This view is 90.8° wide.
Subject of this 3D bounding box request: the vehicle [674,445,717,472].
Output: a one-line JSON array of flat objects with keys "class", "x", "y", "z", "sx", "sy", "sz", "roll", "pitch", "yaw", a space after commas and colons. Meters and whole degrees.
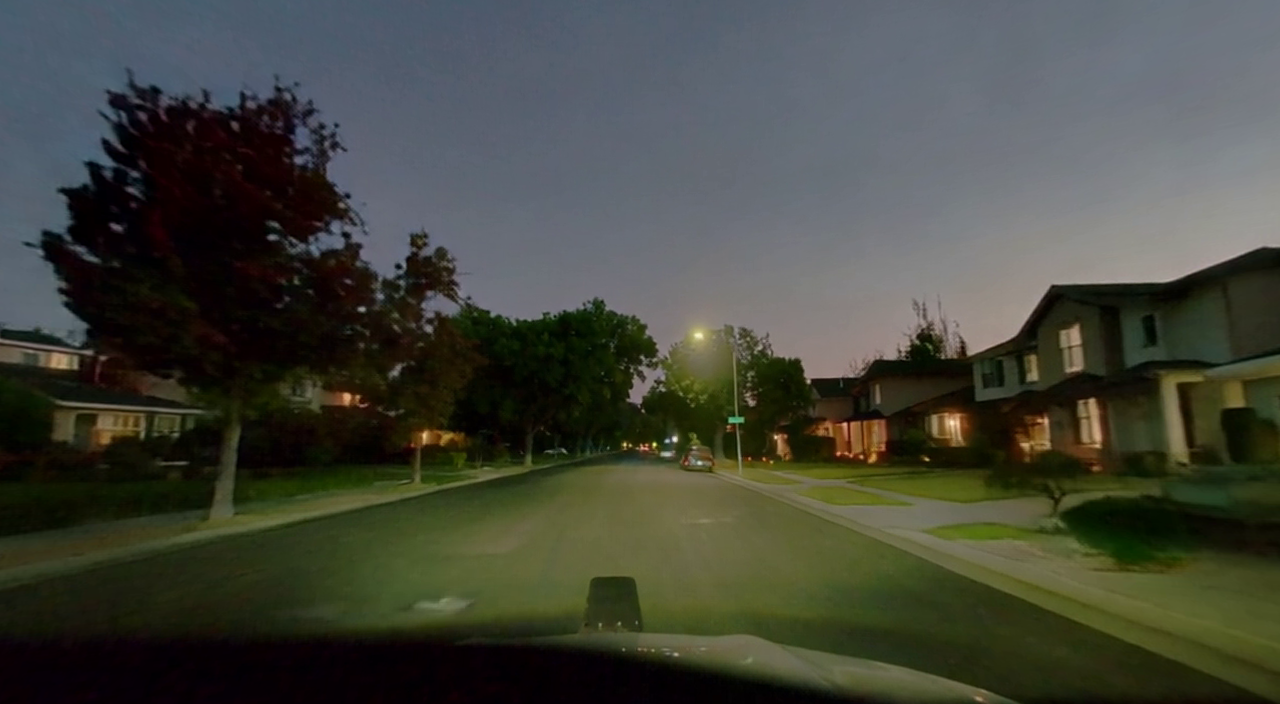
[{"class": "vehicle", "x": 3.422, "y": 6.673, "z": 39.713, "sx": 2.136, "sy": 1.596, "sz": 4.790, "roll": 0, "pitch": -9, "yaw": -2}]
